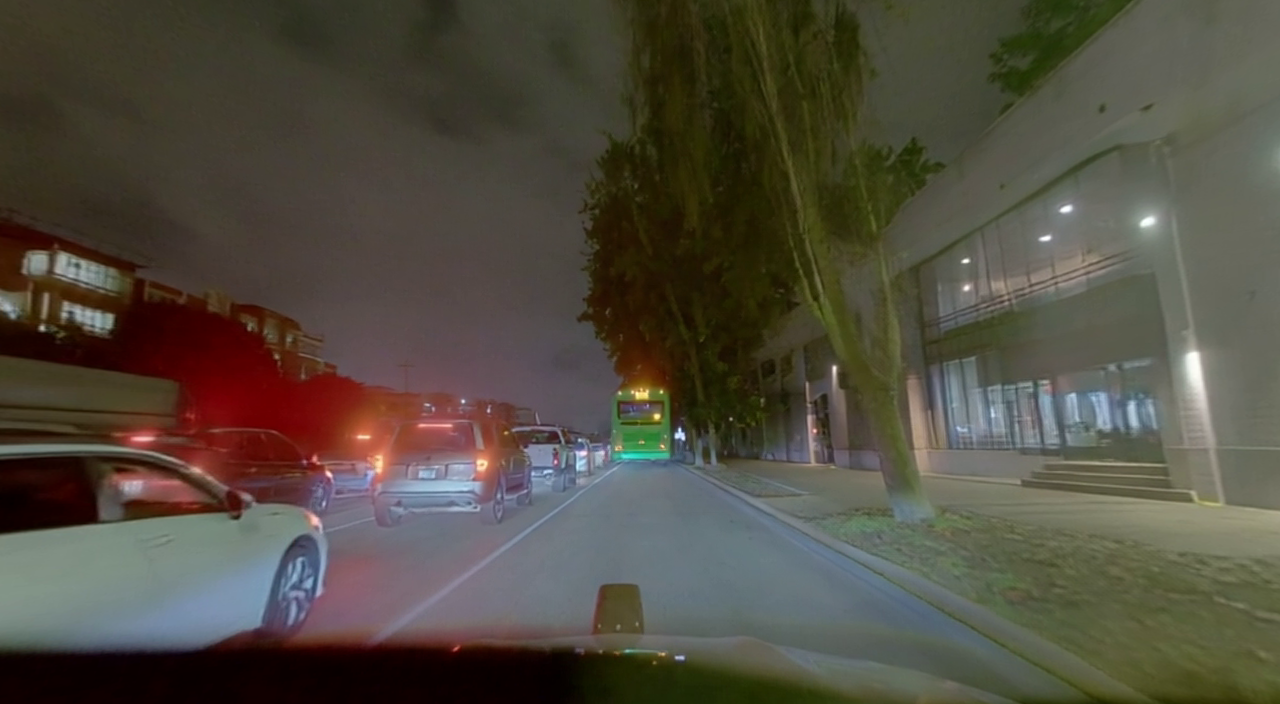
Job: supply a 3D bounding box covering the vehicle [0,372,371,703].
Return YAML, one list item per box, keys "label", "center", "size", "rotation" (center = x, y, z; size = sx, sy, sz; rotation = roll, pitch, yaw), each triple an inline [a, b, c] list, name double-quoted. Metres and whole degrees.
- label: "vehicle"
  center: [-3.302, 0.976, 2.962]
  size: [2.042, 1.571, 4.475]
  rotation: [0, -9, 1]

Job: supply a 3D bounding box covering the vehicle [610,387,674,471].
- label: "vehicle"
  center: [0.155, 4.485, 35.543]
  size: [2.970, 3.857, 12.200]
  rotation: [0, -9, 0]

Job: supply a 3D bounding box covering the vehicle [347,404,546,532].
- label: "vehicle"
  center: [-3.278, 2.118, 12.027]
  size: [2.095, 1.892, 5.043]
  rotation: [0, -9, 1]

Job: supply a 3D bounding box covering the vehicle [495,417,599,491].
- label: "vehicle"
  center: [-2.907, 3.420, 21.442]
  size: [2.546, 2.125, 5.869]
  rotation: [0, -9, 1]
